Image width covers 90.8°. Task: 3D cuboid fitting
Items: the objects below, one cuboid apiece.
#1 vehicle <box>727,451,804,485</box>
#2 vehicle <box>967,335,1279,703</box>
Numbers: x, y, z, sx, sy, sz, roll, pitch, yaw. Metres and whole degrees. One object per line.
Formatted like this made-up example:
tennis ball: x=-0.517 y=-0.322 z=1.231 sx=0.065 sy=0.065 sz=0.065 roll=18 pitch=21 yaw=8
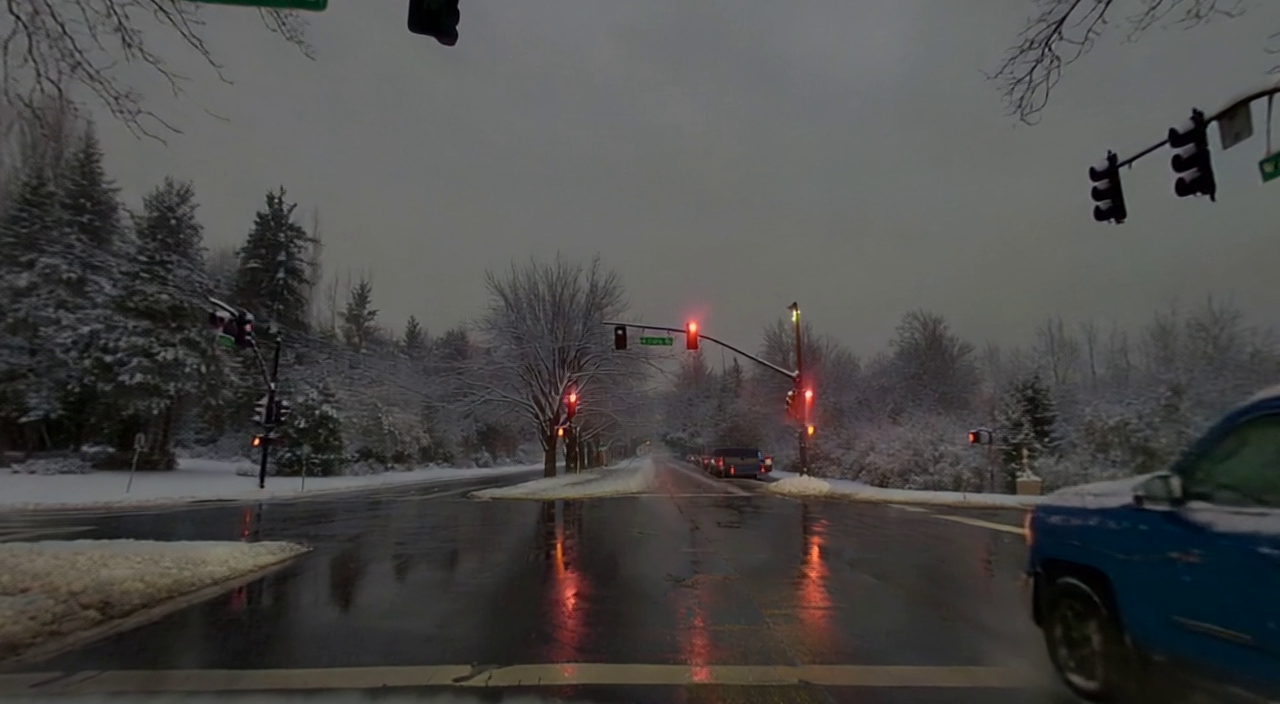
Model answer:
vehicle: x=8.841 y=8.237 z=45.411 sx=2.771 sy=2.214 sz=7.159 roll=2 pitch=-9 yaw=-12
vehicle: x=3.222 y=0.703 z=1.609 sx=2.140 sy=1.655 sz=4.786 roll=0 pitch=-9 yaw=-1
